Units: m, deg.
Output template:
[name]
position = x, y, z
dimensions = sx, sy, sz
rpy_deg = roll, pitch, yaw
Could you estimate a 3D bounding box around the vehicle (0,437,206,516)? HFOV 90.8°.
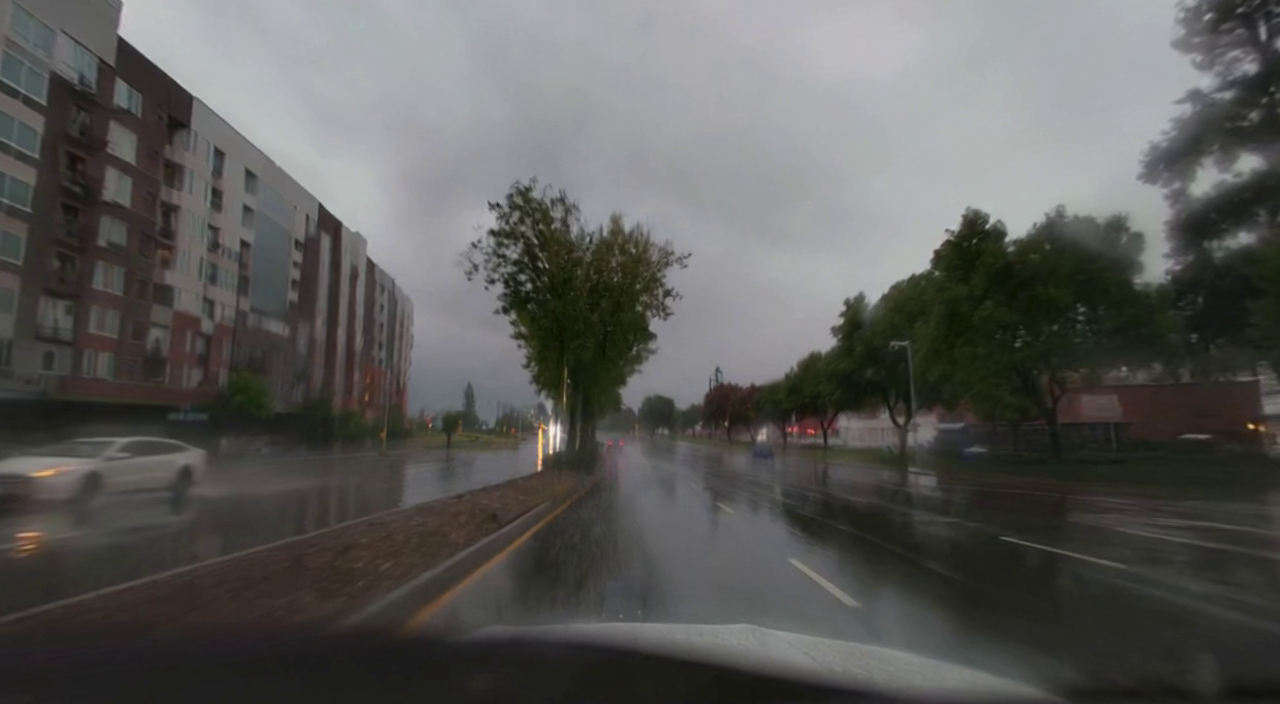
[vehicle]
position = -13.524, 2.977, 15.644
dimensions = 2.279, 1.650, 4.524
rpy_deg = 0, -8, 0
